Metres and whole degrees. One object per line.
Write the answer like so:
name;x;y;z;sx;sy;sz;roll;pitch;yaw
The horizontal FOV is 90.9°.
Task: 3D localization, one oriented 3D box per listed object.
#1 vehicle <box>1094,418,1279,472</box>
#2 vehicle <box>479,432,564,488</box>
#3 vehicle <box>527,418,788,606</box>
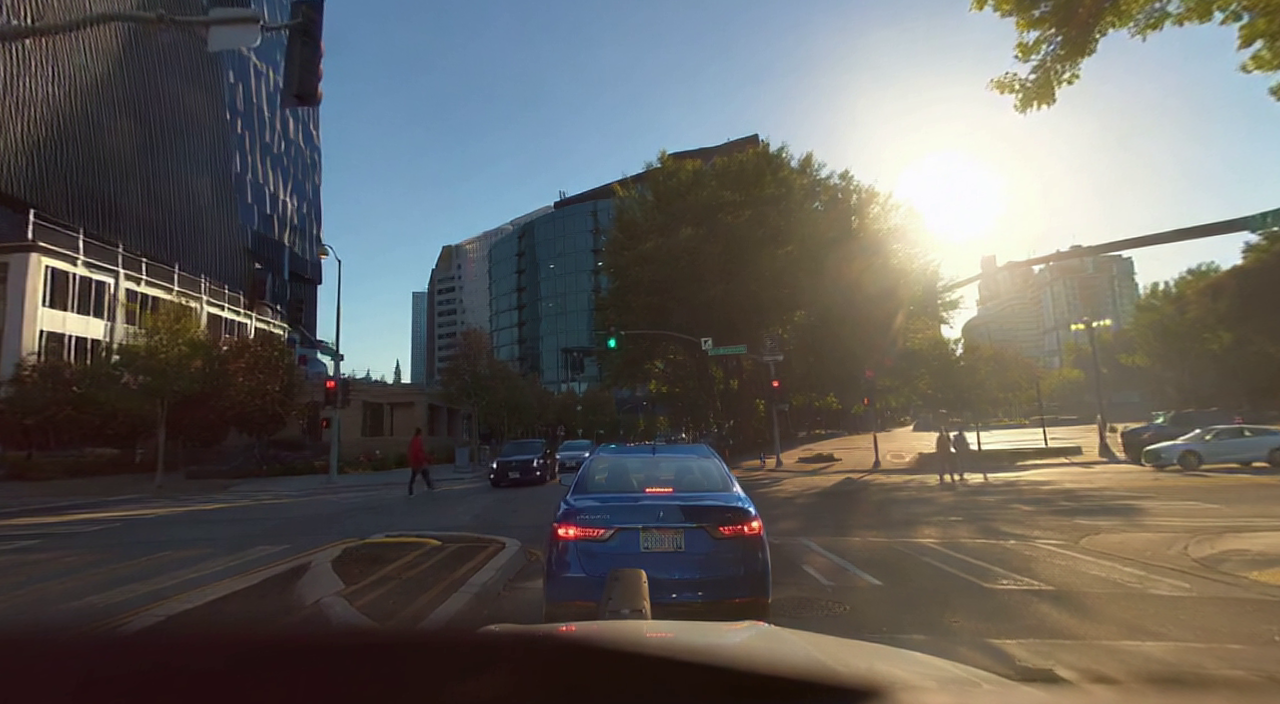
vehicle;19.124;3.268;22.219;4.675;1.772;1.945;0;-8;-1
vehicle;-4.082;3.816;22.574;2.006;1.756;4.599;0;-8;2
vehicle;-0.148;1.646;7.478;1.893;1.532;4.145;2;-9;-16
